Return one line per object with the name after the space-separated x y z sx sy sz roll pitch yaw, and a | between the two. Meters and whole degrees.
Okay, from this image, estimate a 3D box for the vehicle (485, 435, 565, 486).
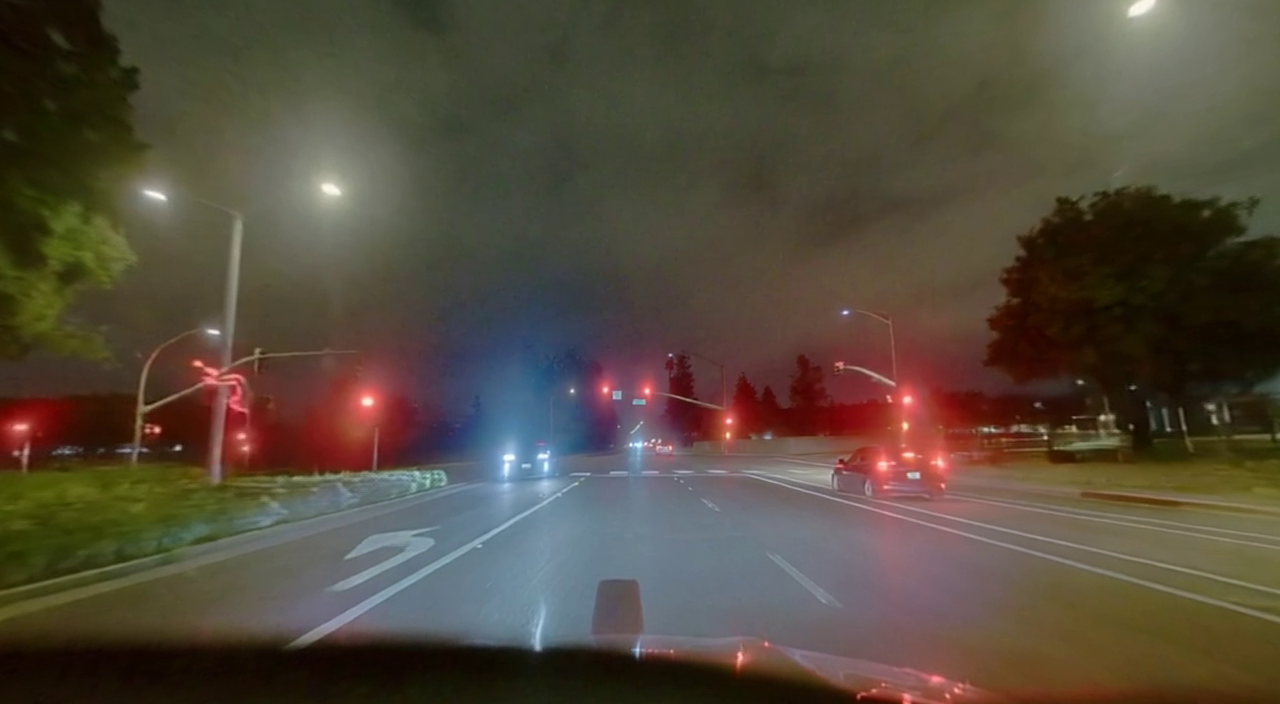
-4.248 4.090 24.186 2.156 1.722 4.484 -1 -8 1 | vehicle
